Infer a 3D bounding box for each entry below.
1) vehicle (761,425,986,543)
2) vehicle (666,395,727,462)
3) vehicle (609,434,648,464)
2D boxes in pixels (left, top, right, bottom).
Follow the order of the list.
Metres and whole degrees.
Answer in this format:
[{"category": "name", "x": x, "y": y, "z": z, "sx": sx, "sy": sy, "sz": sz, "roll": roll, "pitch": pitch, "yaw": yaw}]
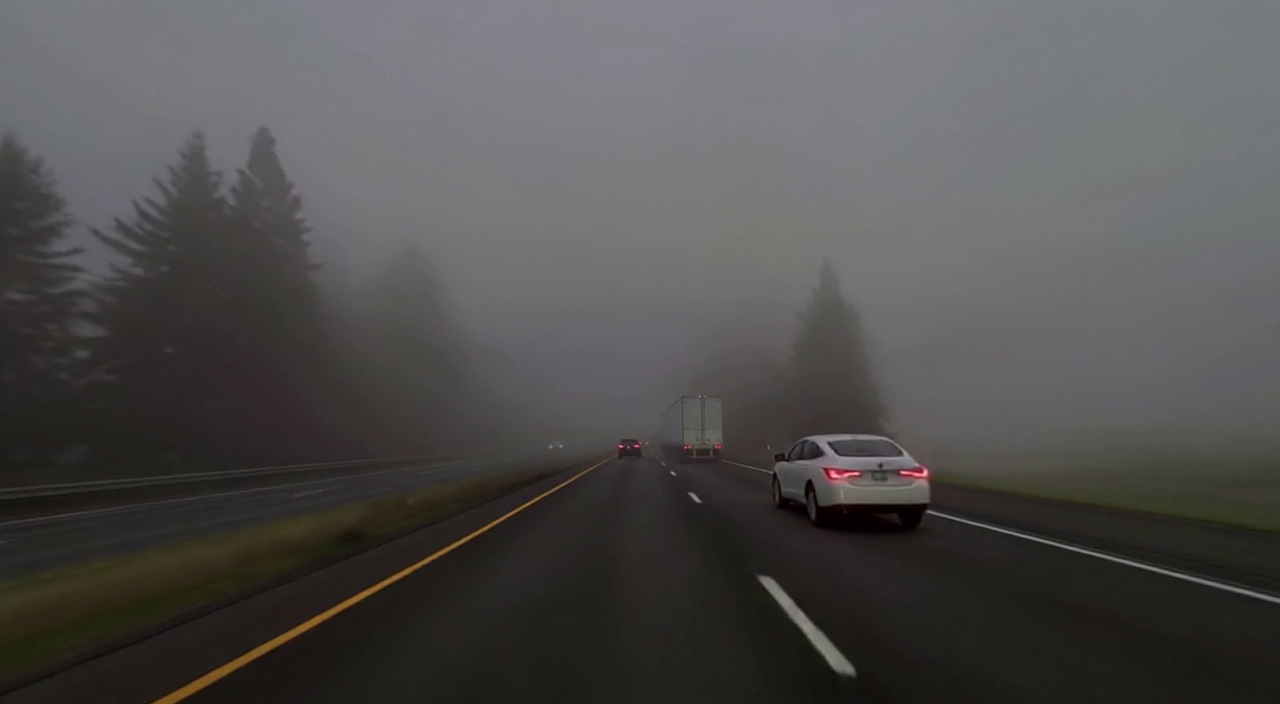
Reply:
[{"category": "vehicle", "x": 3.502, "y": 2.035, "z": 10.509, "sx": 2.072, "sy": 1.534, "sz": 4.300, "roll": 0, "pitch": -8, "yaw": 0}, {"category": "vehicle", "x": 3.696, "y": 5.541, "z": 44.835, "sx": 2.919, "sy": 4.004, "sz": 13.911, "roll": 0, "pitch": -8, "yaw": 0}, {"category": "vehicle", "x": -0.641, "y": 5.776, "z": 37.796, "sx": 2.192, "sy": 1.623, "sz": 4.887, "roll": 0, "pitch": -8, "yaw": 0}]
